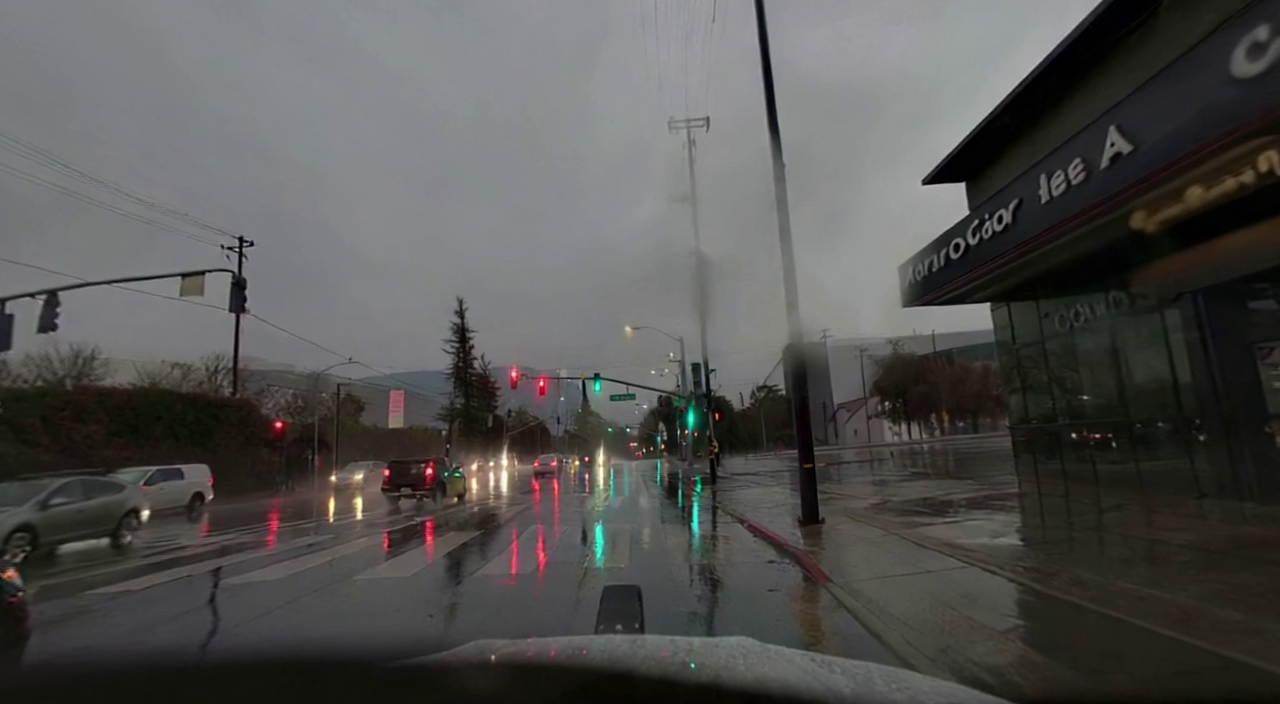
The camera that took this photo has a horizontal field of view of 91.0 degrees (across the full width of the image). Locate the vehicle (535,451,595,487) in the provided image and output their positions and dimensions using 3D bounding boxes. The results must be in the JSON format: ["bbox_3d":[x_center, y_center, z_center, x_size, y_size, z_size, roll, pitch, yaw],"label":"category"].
[{"bbox_3d":[-3.338,5.308,28.880,2.147,1.472,4.406,0,-9,1],"label":"vehicle"}]

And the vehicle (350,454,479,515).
[{"bbox_3d":[-6.373,3.771,18.430,1.960,1.479,4.654,0,-9,1],"label":"vehicle"}]

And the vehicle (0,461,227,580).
[{"bbox_3d":[-9.625,2.711,10.890,2.073,1.519,4.248,0,-9,0],"label":"vehicle"}]
